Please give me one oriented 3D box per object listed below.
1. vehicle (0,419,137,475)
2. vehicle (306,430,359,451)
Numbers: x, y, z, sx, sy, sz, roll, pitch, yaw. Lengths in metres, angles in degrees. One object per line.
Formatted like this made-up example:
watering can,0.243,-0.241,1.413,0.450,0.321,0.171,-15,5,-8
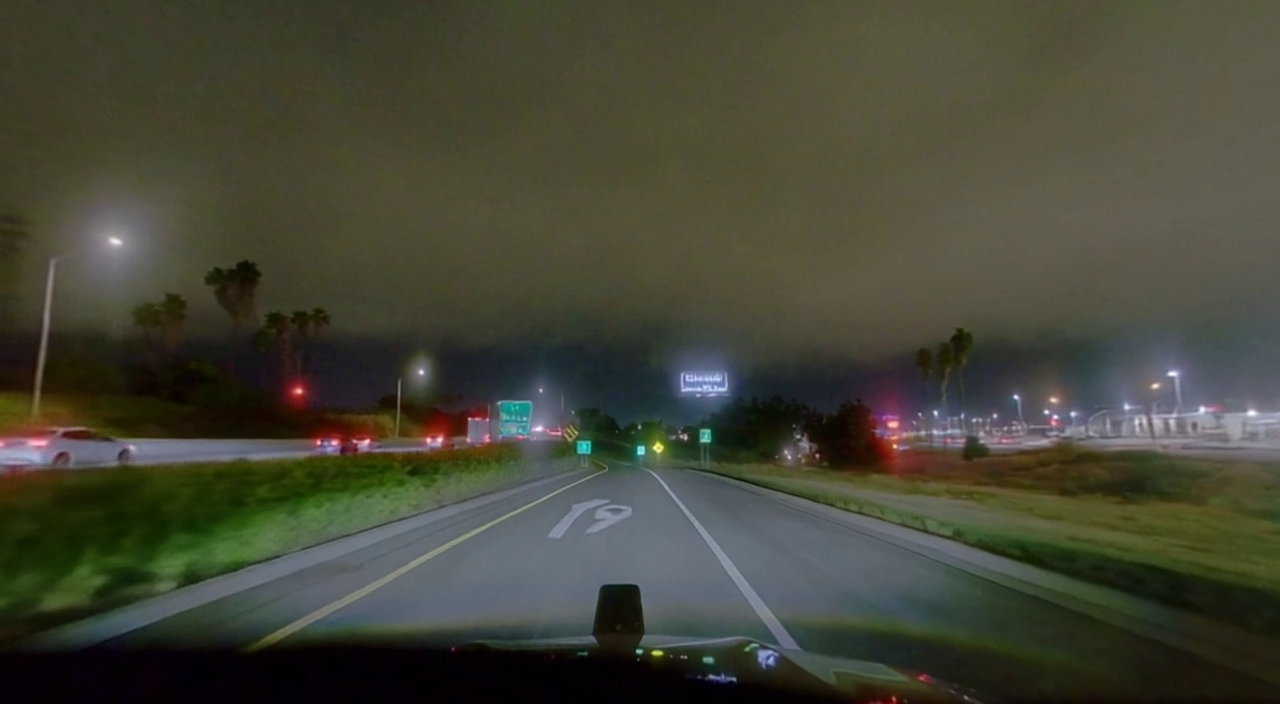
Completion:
vehicle,-17.717,2.822,18.722,1.931,1.451,4.683,0,-9,-3
vehicle,-23.368,6.750,48.228,1.933,1.496,4.516,0,-9,-2
